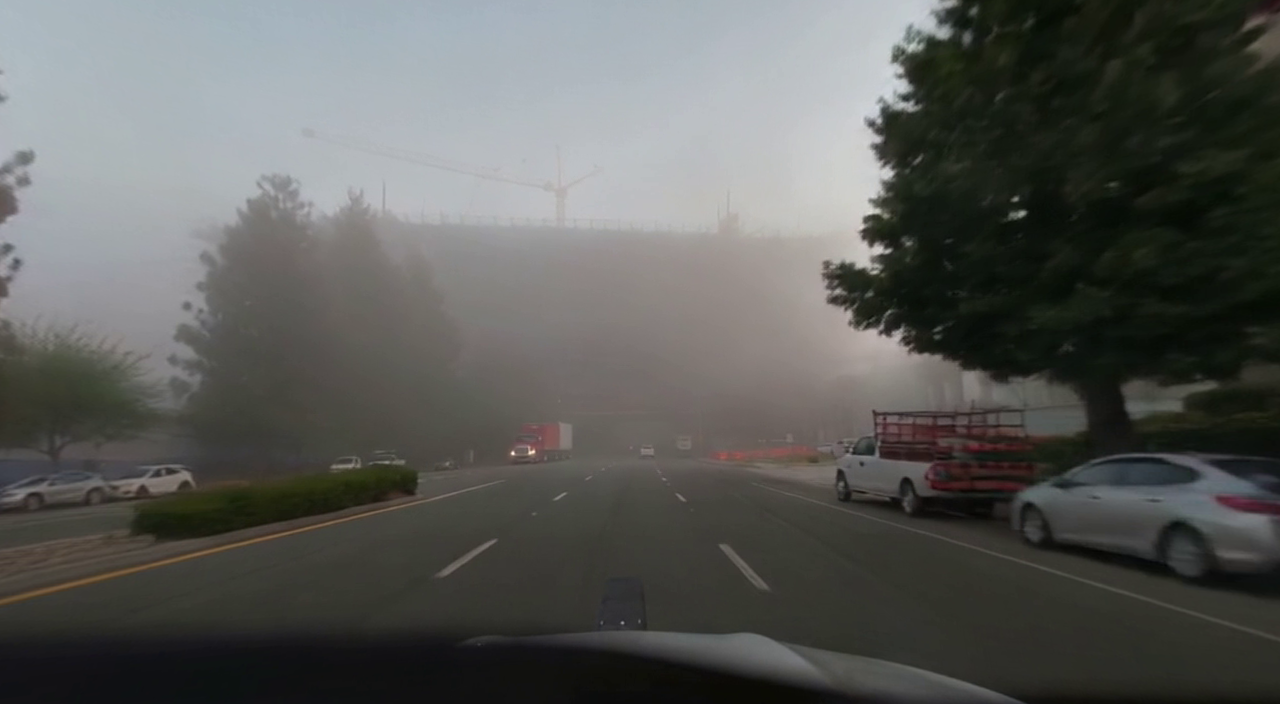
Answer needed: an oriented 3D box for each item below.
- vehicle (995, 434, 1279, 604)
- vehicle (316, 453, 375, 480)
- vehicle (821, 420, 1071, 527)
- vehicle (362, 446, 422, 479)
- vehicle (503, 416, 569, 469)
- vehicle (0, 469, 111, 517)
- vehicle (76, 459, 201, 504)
[{"bbox_3d":[6.467,1.734,7.372,1.860,1.467,4.576,0,-8,-1],"label":"vehicle"},{"bbox_3d":[-21.706,8.464,46.485,2.168,1.800,4.603,0,-8,-1],"label":"vehicle"},{"bbox_3d":[6.434,2.662,14.602,2.513,1.890,6.666,0,-8,0],"label":"vehicle"},{"bbox_3d":[-18.376,8.129,46.777,2.154,1.987,5.836,-5,-7,-2],"label":"vehicle"},{"bbox_3d":[-7.485,6.794,46.879,3.032,3.524,9.640,0,-8,2],"label":"vehicle"},{"bbox_3d":[-22.761,5.193,23.497,1.862,1.458,4.701,0,-8,-2],"label":"vehicle"},{"bbox_3d":[-22.730,5.836,28.737,2.006,1.755,4.476,0,-8,0],"label":"vehicle"}]
